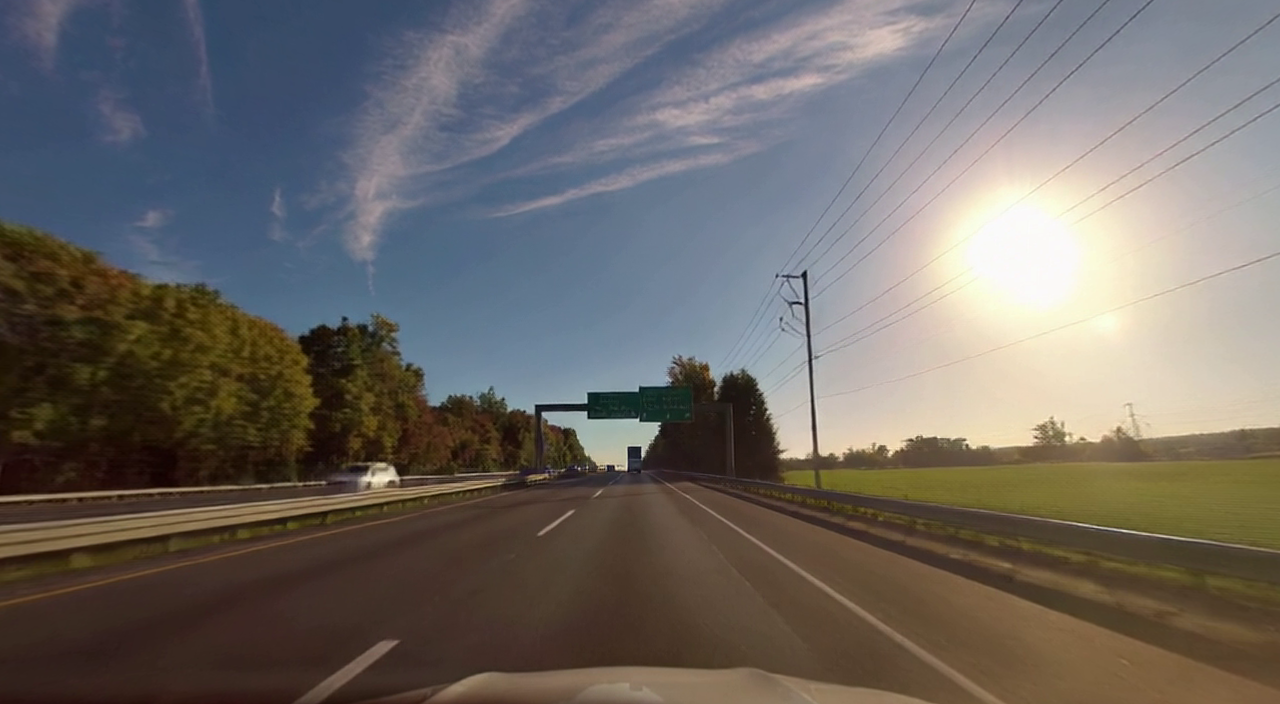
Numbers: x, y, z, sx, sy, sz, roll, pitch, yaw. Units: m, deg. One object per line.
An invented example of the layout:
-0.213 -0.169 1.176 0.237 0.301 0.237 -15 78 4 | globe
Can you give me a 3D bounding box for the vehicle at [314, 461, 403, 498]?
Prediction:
-12.038 5.478 27.279 1.908 1.412 4.119 1 -10 0 | vehicle
